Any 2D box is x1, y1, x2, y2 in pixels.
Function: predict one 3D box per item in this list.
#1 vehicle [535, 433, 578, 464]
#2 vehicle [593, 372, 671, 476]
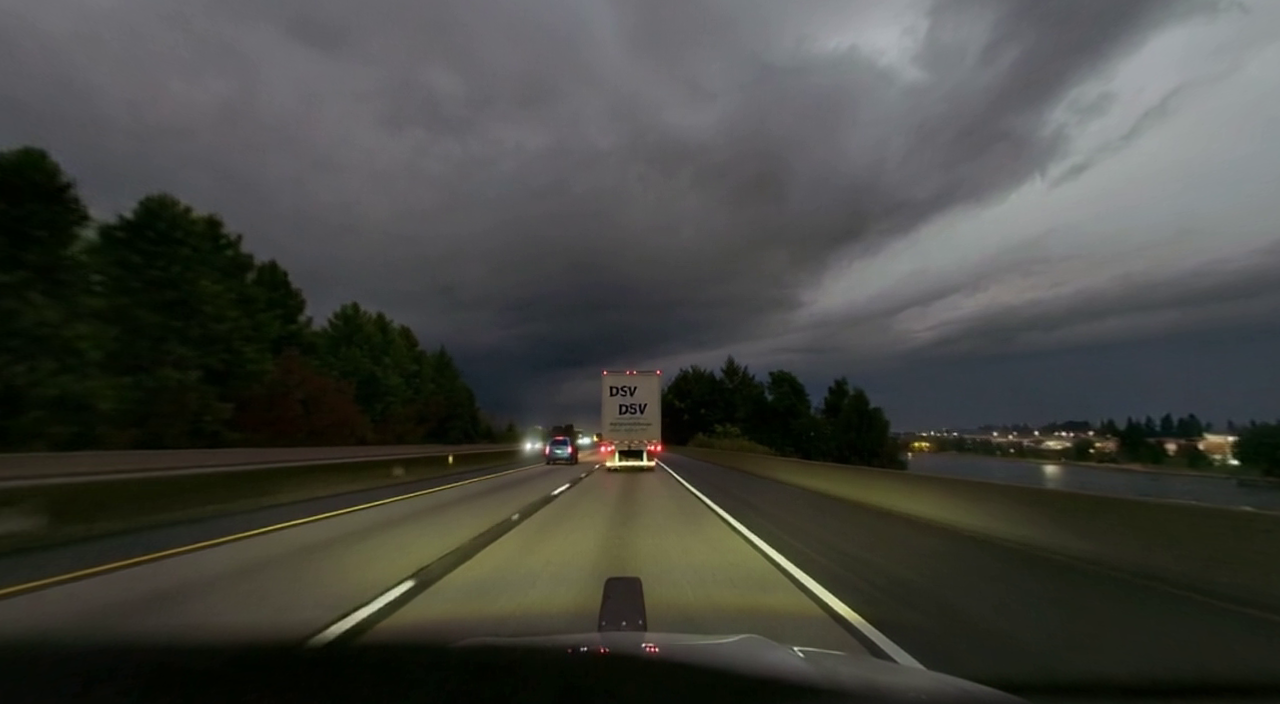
[{"bbox_3d":[-5.058,5.904,38.740,2.086,1.778,4.544,0,-8,0],"label":"vehicle"},{"bbox_3d":[-0.421,3.472,29.341,2.969,3.957,10.270,0,-8,-1],"label":"vehicle"}]
